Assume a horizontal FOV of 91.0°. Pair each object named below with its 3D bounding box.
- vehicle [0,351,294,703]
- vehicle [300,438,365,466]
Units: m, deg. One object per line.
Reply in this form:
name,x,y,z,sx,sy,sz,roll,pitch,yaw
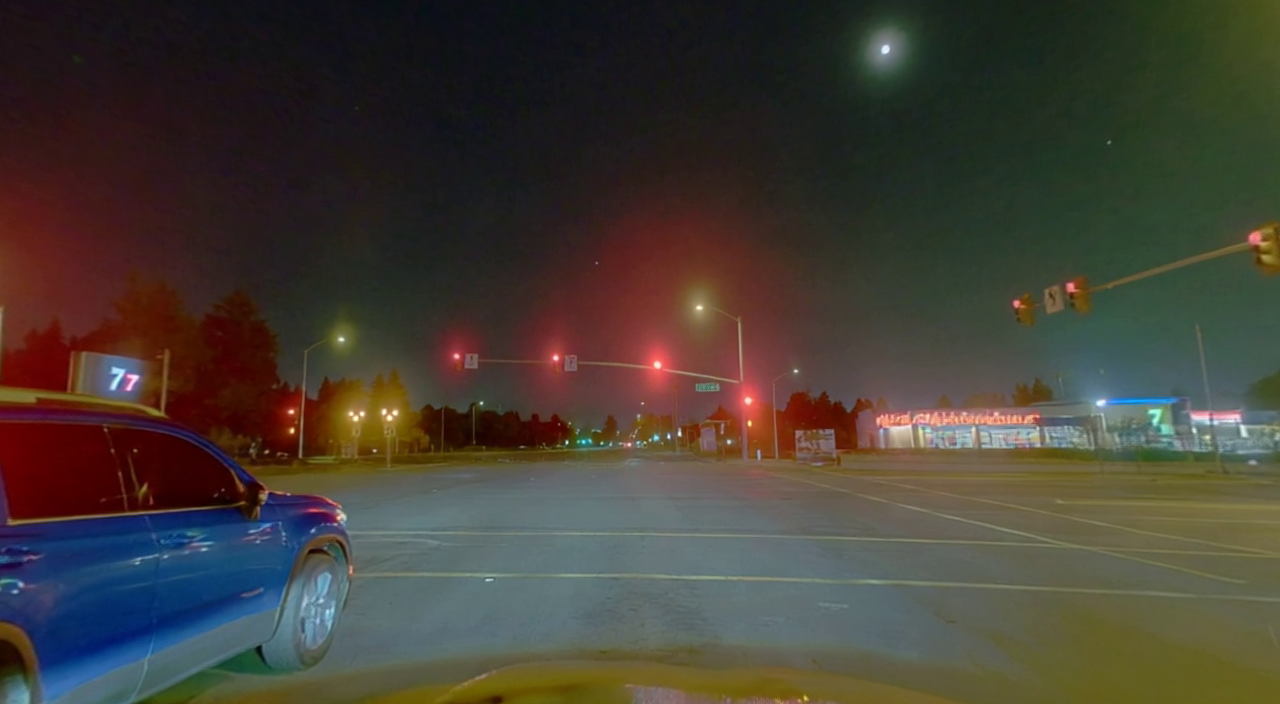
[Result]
vehicle,-3.423,0.803,2.041,2.053,1.690,4.364,0,-9,1
vehicle,-20.472,6.674,42.135,2.004,1.699,4.486,0,-9,1
